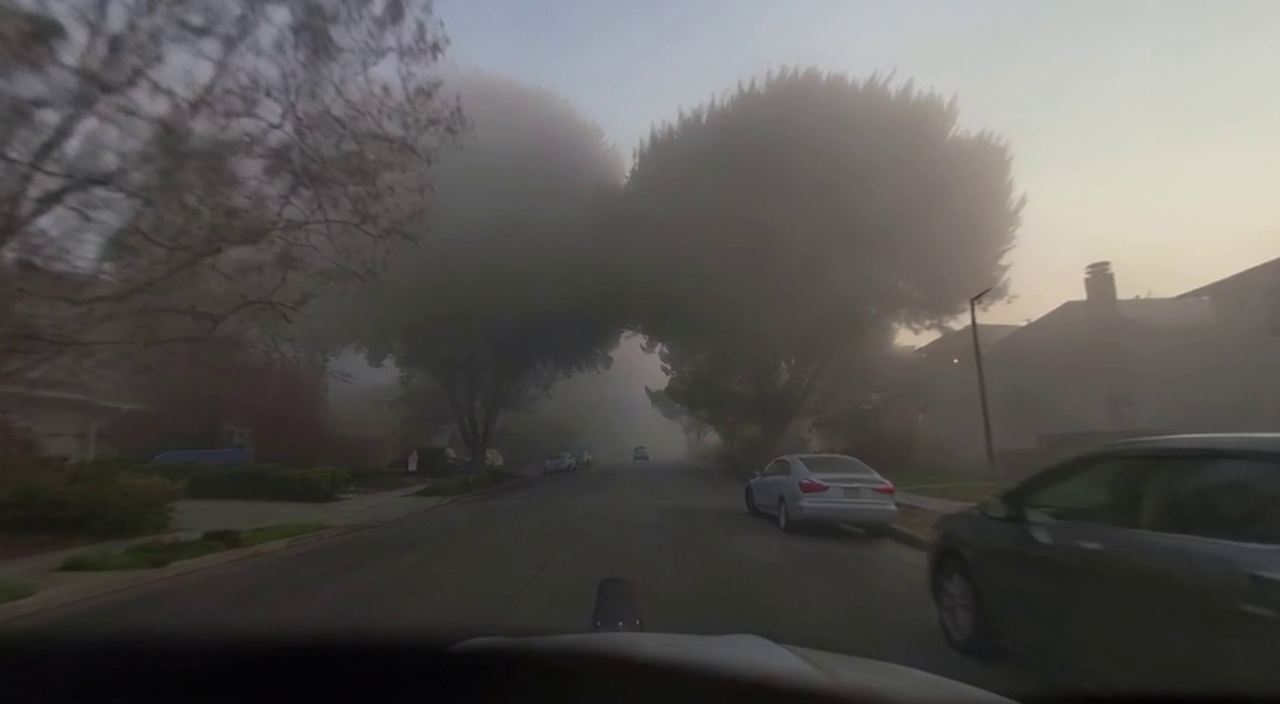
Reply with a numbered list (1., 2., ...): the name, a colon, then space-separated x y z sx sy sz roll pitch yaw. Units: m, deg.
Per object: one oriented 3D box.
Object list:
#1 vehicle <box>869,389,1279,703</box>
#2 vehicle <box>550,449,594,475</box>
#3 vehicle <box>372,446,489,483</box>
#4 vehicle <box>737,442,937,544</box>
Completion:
1. vehicle: 2.866 1.030 2.971 2.022 1.483 4.565 -1 -9 2
2. vehicle: -4.025 6.586 38.071 1.987 1.459 4.473 -1 -9 3
3. vehicle: -10.008 5.381 30.448 4.933 1.547 2.125 -2 -8 0
4. vehicle: 3.118 2.317 11.129 2.043 1.411 4.331 0 -9 -1
